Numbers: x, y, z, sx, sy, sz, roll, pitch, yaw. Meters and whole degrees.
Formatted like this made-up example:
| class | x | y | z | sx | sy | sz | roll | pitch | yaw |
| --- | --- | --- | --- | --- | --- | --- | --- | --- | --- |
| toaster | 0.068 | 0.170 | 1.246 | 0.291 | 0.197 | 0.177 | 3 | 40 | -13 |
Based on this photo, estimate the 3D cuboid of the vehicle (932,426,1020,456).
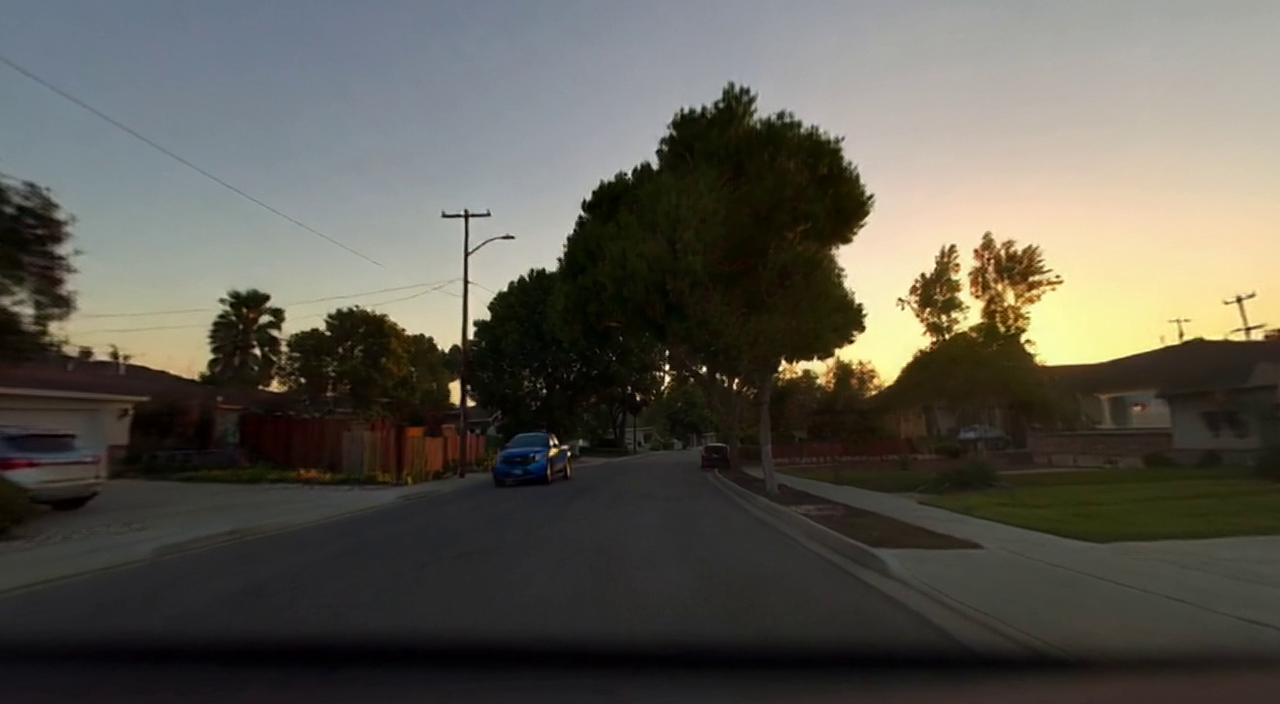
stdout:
| class | x | y | z | sx | sy | sz | roll | pitch | yaw |
| --- | --- | --- | --- | --- | --- | --- | --- | --- | --- |
| vehicle | 18.333 | 4.850 | 34.658 | 3.903 | 1.592 | 1.921 | -2 | -7 | 15 |

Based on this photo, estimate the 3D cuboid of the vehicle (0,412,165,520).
| class | x | y | z | sx | sy | sz | roll | pitch | yaw |
| --- | --- | --- | --- | --- | --- | --- | --- | --- | --- |
| vehicle | -13.318 | 2.280 | 12.800 | 5.497 | 1.983 | 2.191 | 0 | -9 | -1 |

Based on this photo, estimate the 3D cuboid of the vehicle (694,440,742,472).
| class | x | y | z | sx | sy | sz | roll | pitch | yaw |
| --- | --- | --- | --- | --- | --- | --- | --- | --- | --- |
| vehicle | 4.335 | 5.857 | 35.855 | 2.051 | 1.676 | 4.497 | 0 | -9 | -1 |

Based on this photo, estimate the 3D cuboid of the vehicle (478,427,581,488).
| class | x | y | z | sx | sy | sz | roll | pitch | yaw |
| --- | --- | --- | --- | --- | --- | --- | --- | --- | --- |
| vehicle | -4.013 | 4.063 | 24.559 | 2.274 | 2.008 | 6.986 | -1 | -9 | 4 |

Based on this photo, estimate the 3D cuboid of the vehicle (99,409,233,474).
| class | x | y | z | sx | sy | sz | roll | pitch | yaw |
| --- | --- | --- | --- | --- | --- | --- | --- | --- | --- |
| vehicle | -20.959 | 3.950 | 28.106 | 4.119 | 2.697 | 2.226 | -1 | -7 | 2 |
